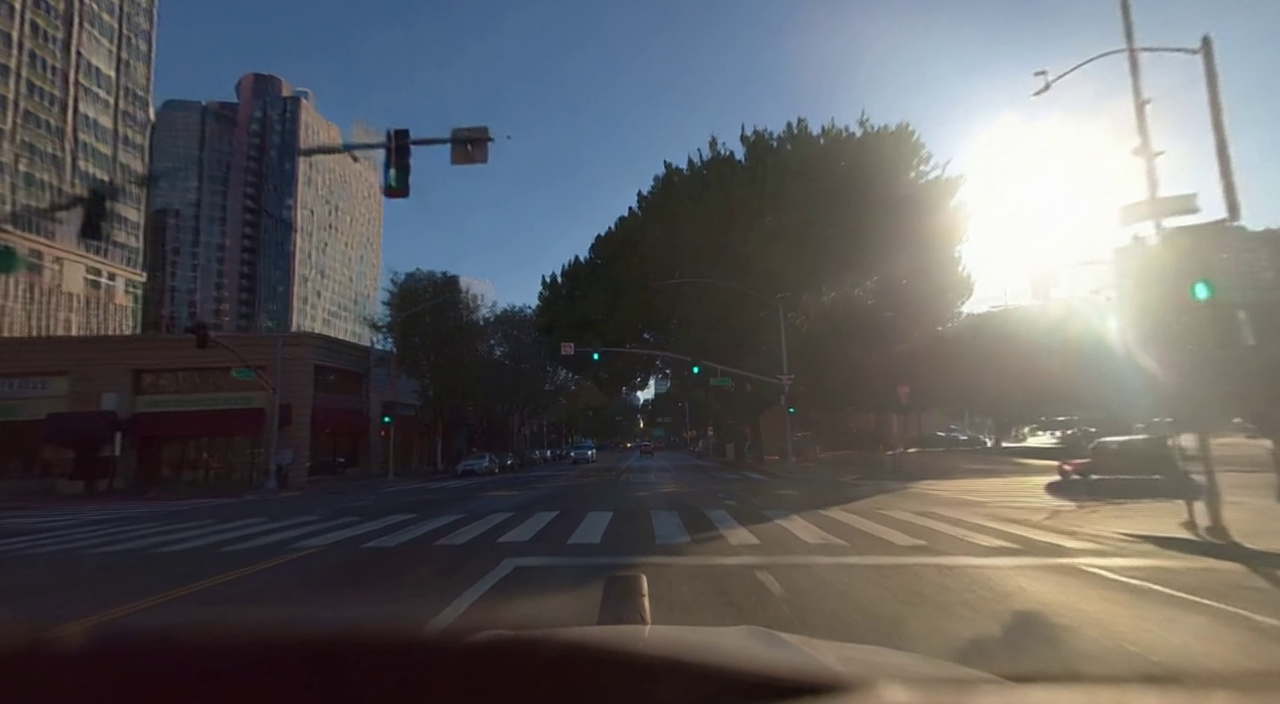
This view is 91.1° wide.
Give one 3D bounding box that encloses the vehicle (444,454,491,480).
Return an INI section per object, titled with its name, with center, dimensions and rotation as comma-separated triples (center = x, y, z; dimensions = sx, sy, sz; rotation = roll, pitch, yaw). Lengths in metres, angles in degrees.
[vehicle]
center = -11.926, 7.937, 43.622
dimensions = 1.910, 1.511, 4.565
rotation = -1, -7, 1
